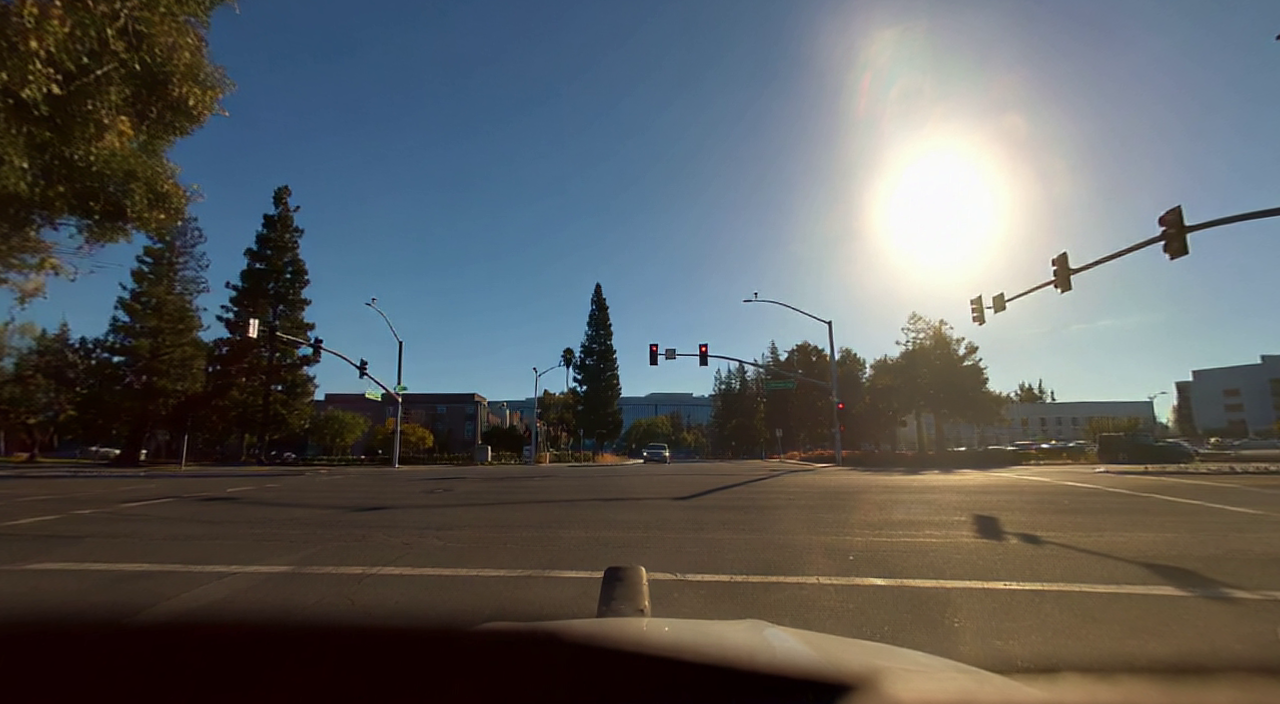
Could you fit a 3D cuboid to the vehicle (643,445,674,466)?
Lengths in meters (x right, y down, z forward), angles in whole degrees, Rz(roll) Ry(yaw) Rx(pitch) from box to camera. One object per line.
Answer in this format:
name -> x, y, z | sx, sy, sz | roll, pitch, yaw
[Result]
vehicle -> 1.297, 7.622, 46.451 | 2.132, 1.449, 4.235 | 0, -9, 0
